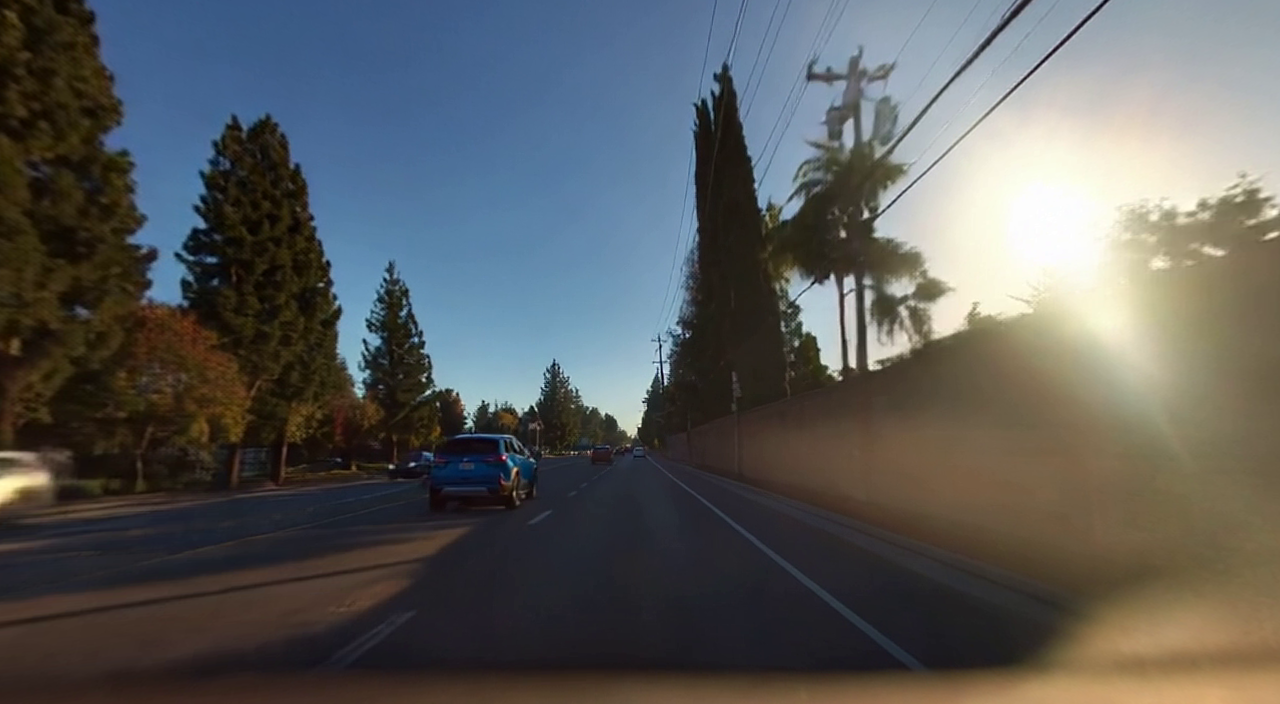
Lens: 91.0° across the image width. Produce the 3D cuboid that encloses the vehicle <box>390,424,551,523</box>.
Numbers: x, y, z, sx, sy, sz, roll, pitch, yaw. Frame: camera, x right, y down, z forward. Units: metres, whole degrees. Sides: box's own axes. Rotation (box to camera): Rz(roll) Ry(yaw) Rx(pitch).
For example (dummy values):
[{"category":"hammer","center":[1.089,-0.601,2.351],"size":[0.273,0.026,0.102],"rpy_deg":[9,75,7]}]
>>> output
[{"category":"vehicle","center":[-3.351,2.506,13.558],"size":[2.147,1.730,4.555],"rpy_deg":[0,-8,1]}]
